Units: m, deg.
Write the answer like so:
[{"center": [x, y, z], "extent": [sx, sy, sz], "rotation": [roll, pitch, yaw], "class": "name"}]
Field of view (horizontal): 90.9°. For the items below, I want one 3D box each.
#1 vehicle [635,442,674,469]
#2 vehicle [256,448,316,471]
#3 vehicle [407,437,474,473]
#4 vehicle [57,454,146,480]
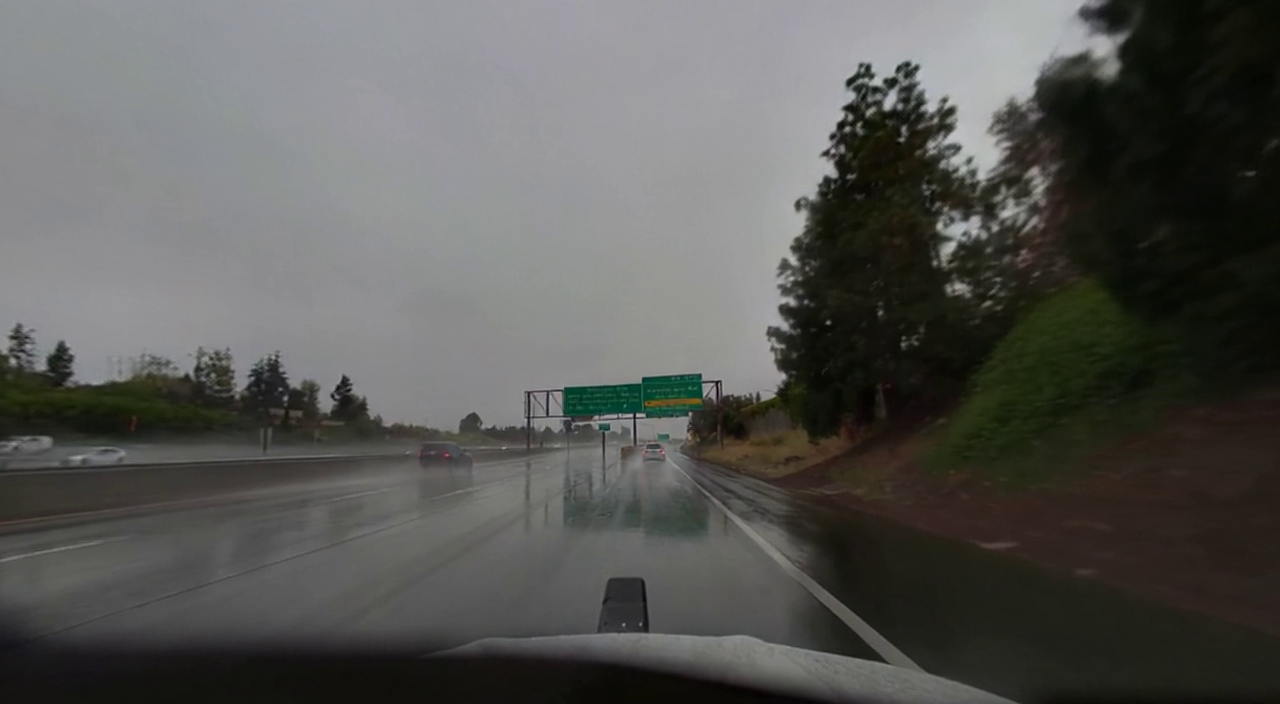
[{"center": [0.837, 6.054, 37.080], "extent": [2.137, 1.461, 3.999], "rotation": [-1, -8, 1], "class": "vehicle"}, {"center": [-25.948, 7.866, 46.392], "extent": [2.003, 1.506, 4.340], "rotation": [-1, -8, -2], "class": "vehicle"}, {"center": [-11.033, 5.712, 35.221], "extent": [2.246, 1.812, 4.740], "rotation": [-1, -8, -1], "class": "vehicle"}, {"center": [-35.518, 7.578, 41.777], "extent": [1.982, 1.507, 4.757], "rotation": [0, -8, -4], "class": "vehicle"}]
